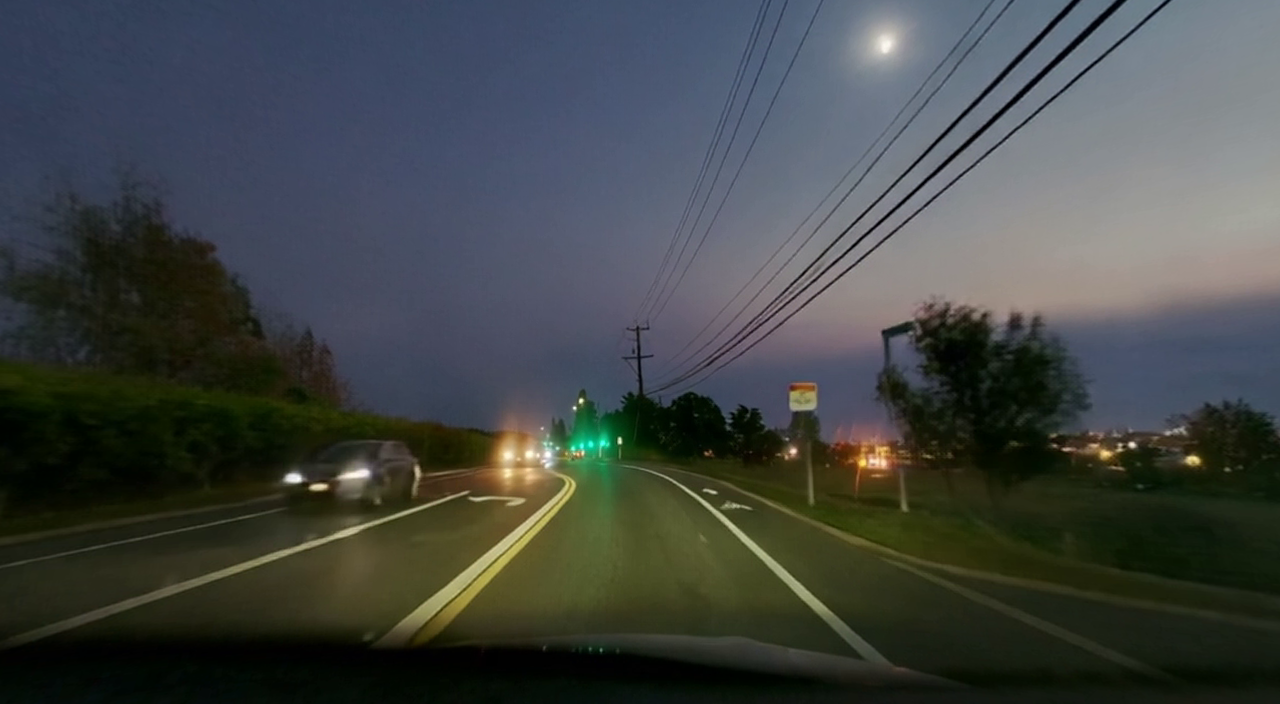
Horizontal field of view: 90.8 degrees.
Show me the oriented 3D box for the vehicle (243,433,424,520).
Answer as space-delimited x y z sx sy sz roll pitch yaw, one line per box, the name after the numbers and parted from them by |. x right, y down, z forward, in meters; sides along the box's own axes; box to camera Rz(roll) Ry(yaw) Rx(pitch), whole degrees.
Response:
-6.768 2.758 14.653 2.116 1.672 4.438 0 -8 -2 | vehicle

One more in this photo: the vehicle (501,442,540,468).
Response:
-8.584 7.435 45.847 2.220 1.817 4.839 0 -8 -4 | vehicle
